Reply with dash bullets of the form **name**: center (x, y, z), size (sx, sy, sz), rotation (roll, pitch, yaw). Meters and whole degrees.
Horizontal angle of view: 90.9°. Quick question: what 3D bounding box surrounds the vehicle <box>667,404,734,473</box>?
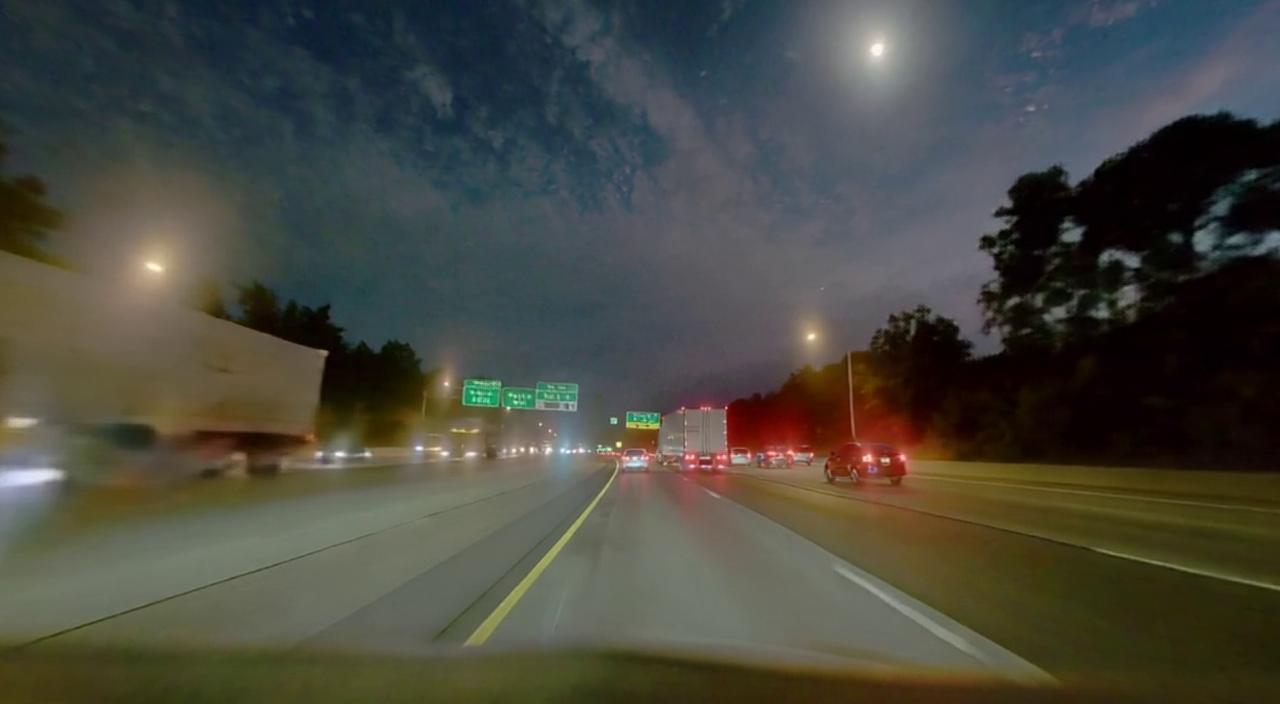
- **vehicle**: center (3.837, 6.106, 43.701), size (2.931, 4.009, 12.800), rotation (0, -9, -2)

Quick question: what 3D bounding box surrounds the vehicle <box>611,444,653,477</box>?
- **vehicle**: center (-0.443, 5.786, 33.752), size (2.111, 1.599, 3.859), rotation (0, -9, -1)

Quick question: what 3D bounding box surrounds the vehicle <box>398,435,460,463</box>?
- **vehicle**: center (-11.844, 5.488, 35.689), size (1.979, 1.491, 4.502), rotation (0, -9, -1)

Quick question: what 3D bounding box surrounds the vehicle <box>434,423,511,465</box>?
- **vehicle**: center (-7.576, 4.279, 29.103), size (2.099, 1.725, 5.303), rotation (0, -9, 0)

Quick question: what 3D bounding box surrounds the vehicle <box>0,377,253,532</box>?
- **vehicle**: center (-7.212, 1.190, 7.353), size (1.993, 1.486, 5.318), rotation (0, -9, 0)

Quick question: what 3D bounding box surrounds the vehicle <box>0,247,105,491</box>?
- **vehicle**: center (-11.731, -0.257, 6.622), size (2.937, 3.843, 10.296), rotation (0, -9, 1)
